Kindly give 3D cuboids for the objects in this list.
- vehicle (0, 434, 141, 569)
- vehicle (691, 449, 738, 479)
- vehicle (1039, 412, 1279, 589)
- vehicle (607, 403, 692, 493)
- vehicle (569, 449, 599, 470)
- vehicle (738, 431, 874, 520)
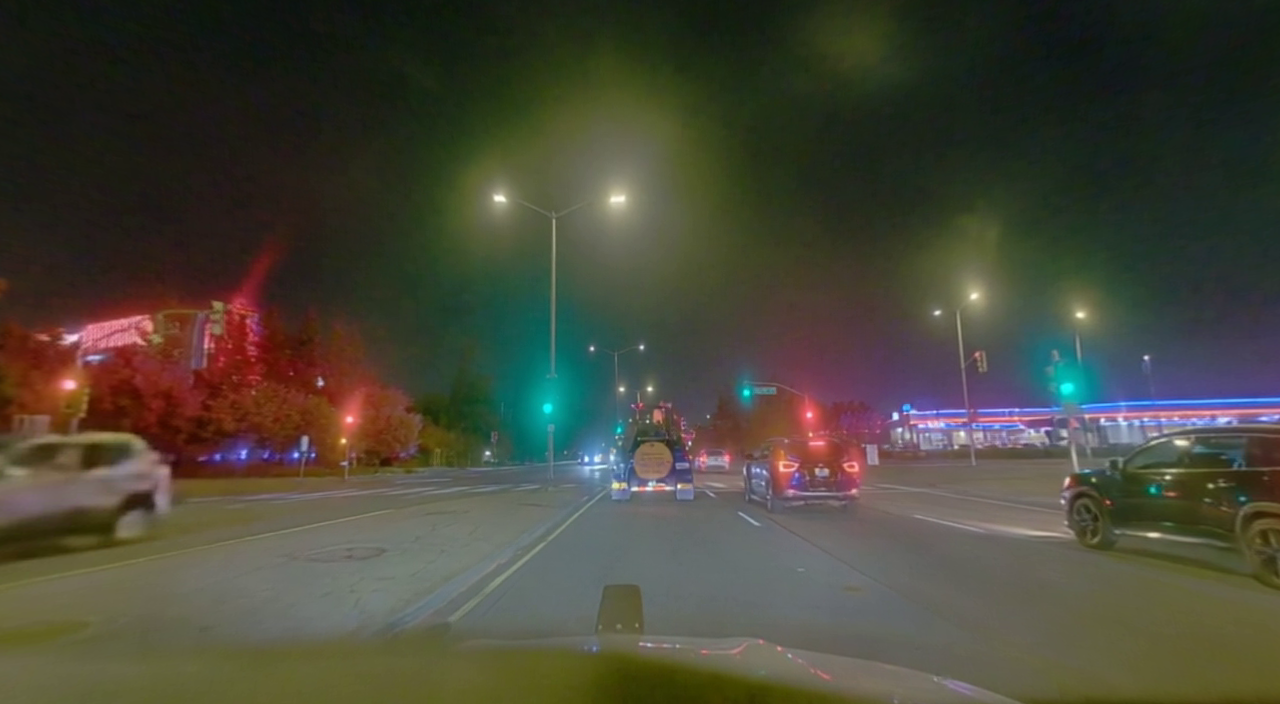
[{"bbox_3d":[-8.476,1.759,7.392,1.889,1.576,4.044,0,-8,0],"label":"vehicle"},{"bbox_3d":[3.996,6.084,34.492,1.967,1.515,4.378,0,-8,-1],"label":"vehicle"},{"bbox_3d":[7.174,1.637,7.429,1.982,1.698,4.408,0,-8,0],"label":"vehicle"},{"bbox_3d":[0.287,3.017,20.025,2.370,2.518,3.858,-1,-8,1],"label":"vehicle"},{"bbox_3d":[-4.398,8.461,49.847,2.001,1.518,4.316,0,-8,-1],"label":"vehicle"},{"bbox_3d":[3.667,2.798,14.835,2.025,1.754,4.311,0,-8,0],"label":"vehicle"}]
